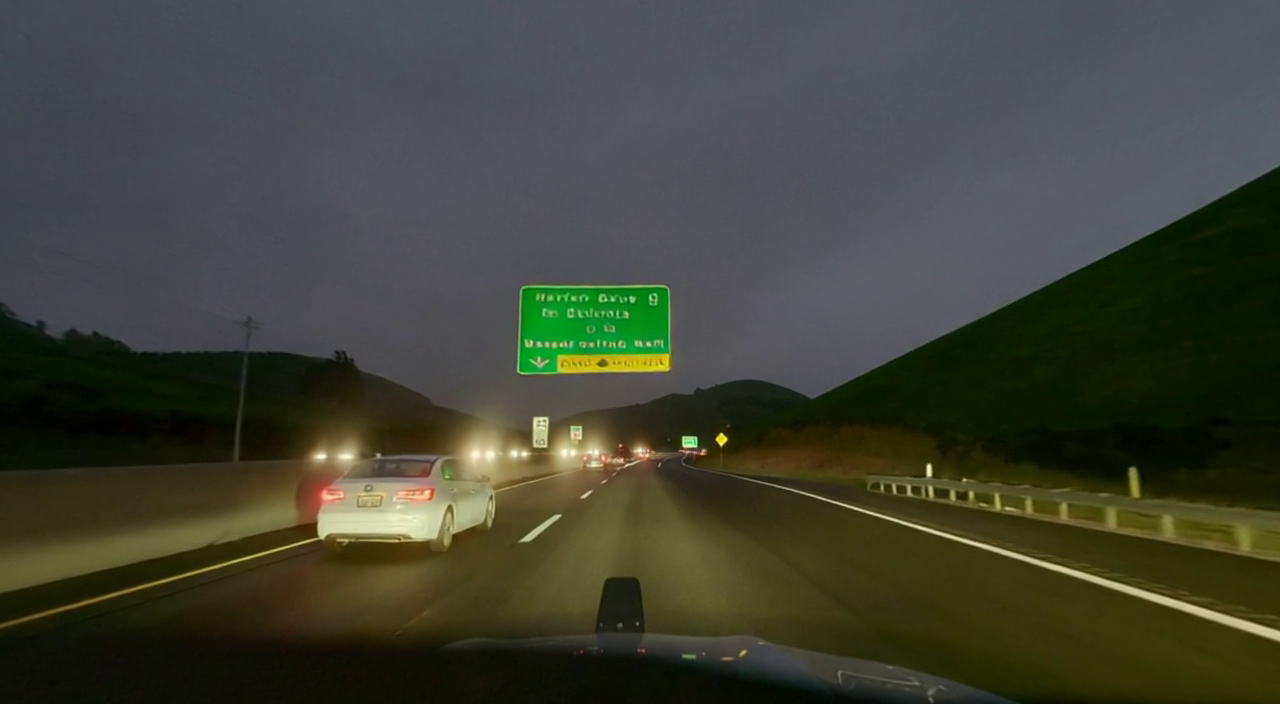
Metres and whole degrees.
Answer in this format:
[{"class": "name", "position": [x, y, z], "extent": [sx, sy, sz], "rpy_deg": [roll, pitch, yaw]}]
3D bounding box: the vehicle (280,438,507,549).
[{"class": "vehicle", "position": [-3.744, 2.234, 10.654], "extent": [1.988, 1.440, 4.504], "rpy_deg": [0, -9, 0]}]

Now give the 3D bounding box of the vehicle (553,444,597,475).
[{"class": "vehicle", "position": [-3.676, 6.177, 36.437], "extent": [2.073, 1.694, 4.162], "rpy_deg": [0, -9, 1]}]
